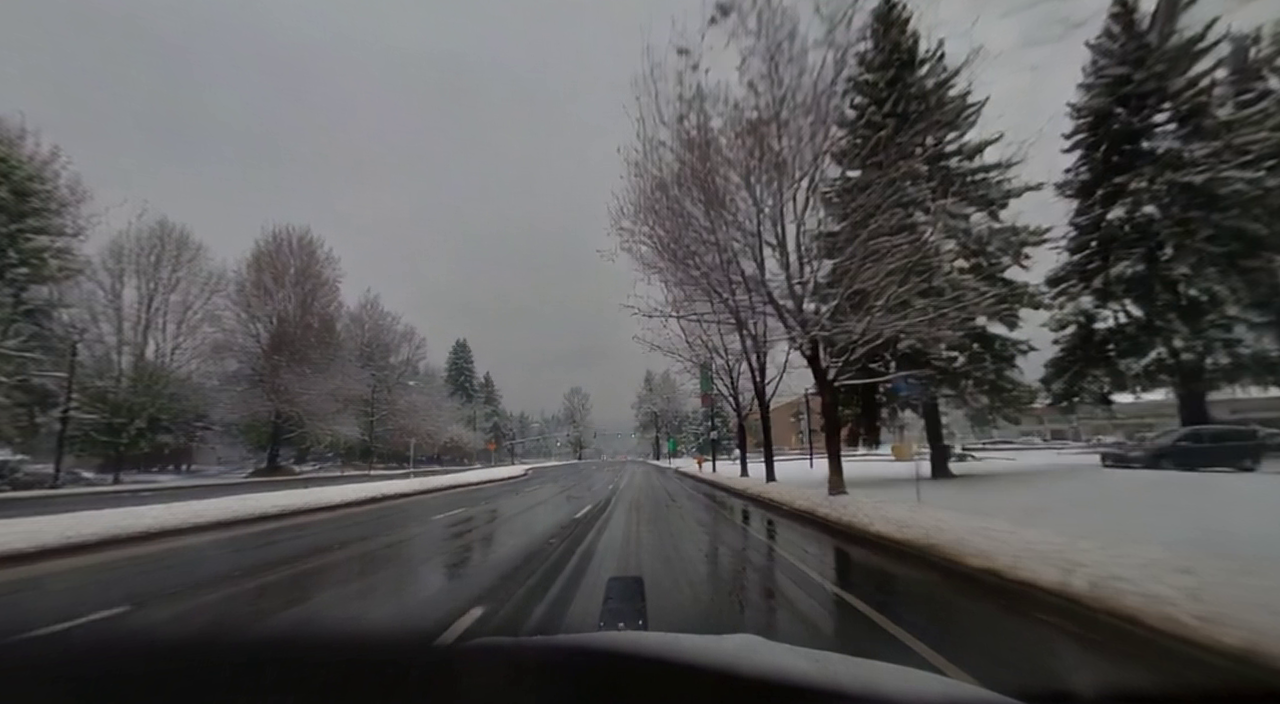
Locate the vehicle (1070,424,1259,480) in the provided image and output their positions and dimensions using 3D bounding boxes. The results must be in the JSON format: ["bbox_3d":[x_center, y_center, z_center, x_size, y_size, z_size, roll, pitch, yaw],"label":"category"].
[{"bbox_3d":[14.119,2.723,17.147,3.641,1.408,1.584,0,-9,1],"label":"vehicle"}]
